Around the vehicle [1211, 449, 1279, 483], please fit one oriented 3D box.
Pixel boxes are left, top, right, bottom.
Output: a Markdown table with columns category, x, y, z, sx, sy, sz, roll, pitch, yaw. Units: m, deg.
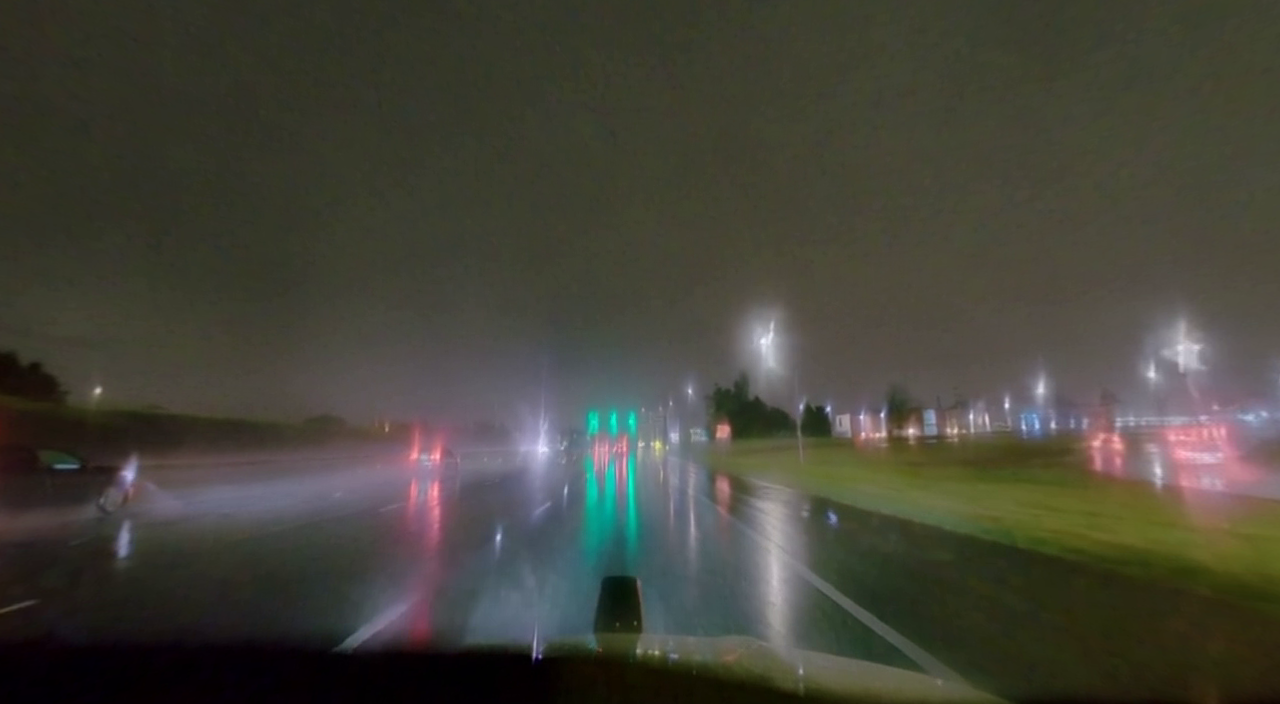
| category | x | y | z | sx | sy | sz | roll | pitch | yaw |
| --- | --- | --- | --- | --- | --- | --- | --- | --- | --- |
| vehicle | 32.654 | 5.999 | 33.410 | 2.356 | 1.643 | 4.254 | -4 | -9 | 24 |

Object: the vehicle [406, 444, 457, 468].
| category | x | y | z | sx | sy | sz | roll | pitch | yaw |
| --- | --- | --- | --- | --- | --- | --- | --- | --- | --- |
| vehicle | -14.722 | 7.341 | 44.811 | 2.057 | 1.619 | 4.443 | 0 | -8 | 0 |

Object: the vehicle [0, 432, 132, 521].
| category | x | y | z | sx | sy | sz | roll | pitch | yaw |
| --- | --- | --- | --- | --- | --- | --- | --- | --- | --- |
| vehicle | -14.129 | 2.650 | 13.644 | 2.049 | 1.792 | 5.177 | 0 | -8 | -1 |
